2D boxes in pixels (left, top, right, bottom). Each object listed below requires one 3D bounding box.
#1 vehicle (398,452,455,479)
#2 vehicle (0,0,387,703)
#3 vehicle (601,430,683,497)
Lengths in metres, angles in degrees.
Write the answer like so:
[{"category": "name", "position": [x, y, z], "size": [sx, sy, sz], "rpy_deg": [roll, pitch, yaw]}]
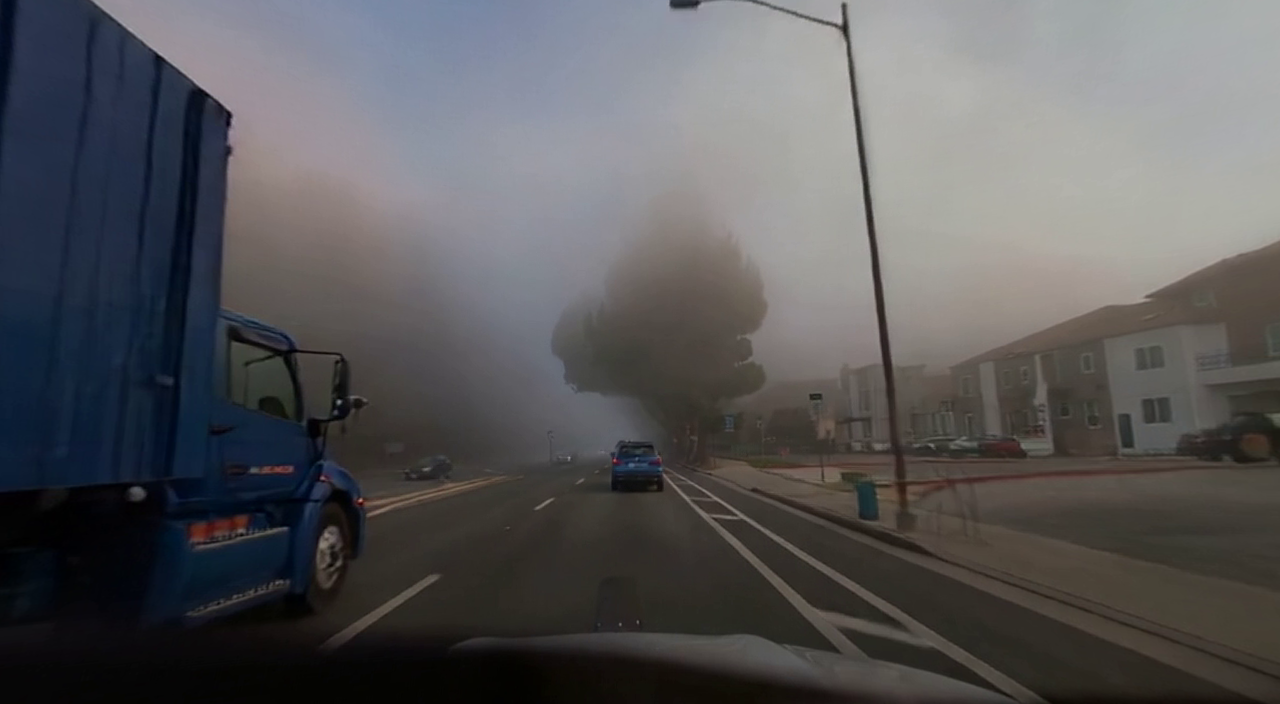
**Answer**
[{"category": "vehicle", "position": [-12.102, 6.439, 36.112], "size": [1.797, 1.364, 4.169], "rpy_deg": [0, -9, 0]}, {"category": "vehicle", "position": [-3.900, -0.496, 0.602], "size": [2.996, 3.902, 10.410], "rpy_deg": [0, -9, 0]}, {"category": "vehicle", "position": [0.024, 3.120, 18.013], "size": [2.094, 1.682, 3.866], "rpy_deg": [0, -9, -1]}]
